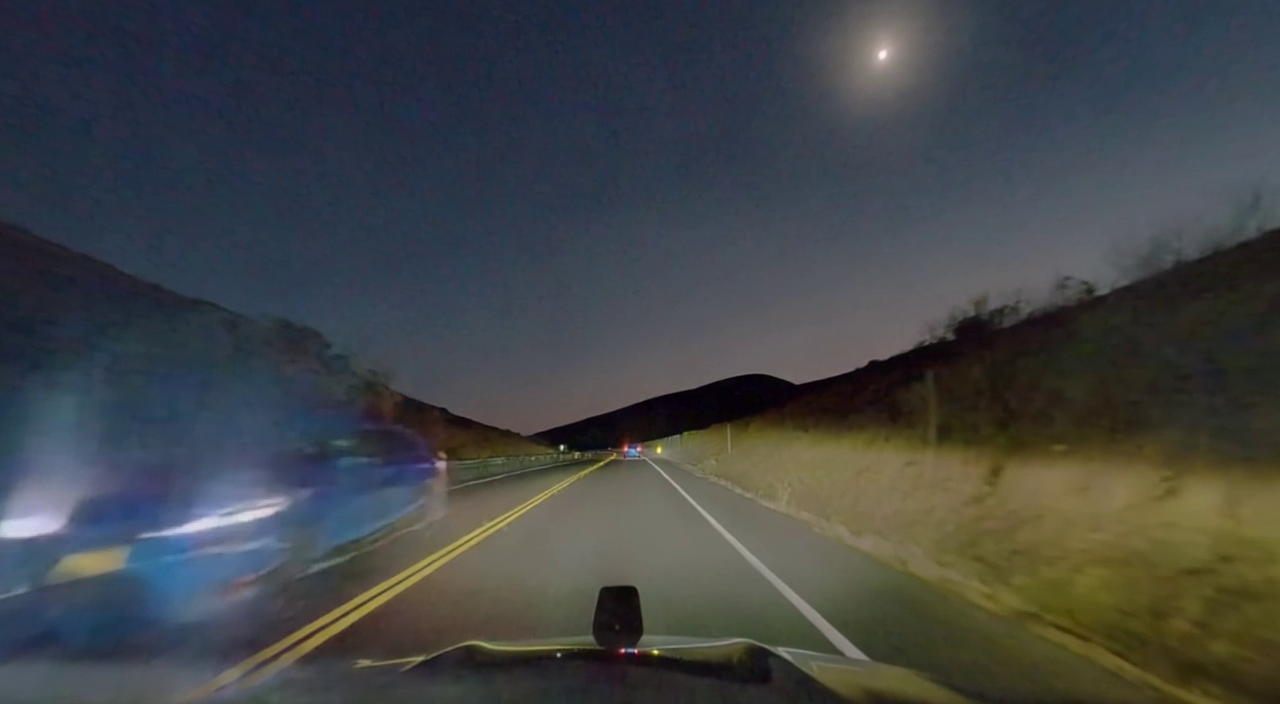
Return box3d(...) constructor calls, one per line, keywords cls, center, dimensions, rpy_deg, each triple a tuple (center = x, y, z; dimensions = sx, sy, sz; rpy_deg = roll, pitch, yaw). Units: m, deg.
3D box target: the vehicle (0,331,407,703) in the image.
box3d(cls="vehicle", center=(-4.093, 1.182, 5.331), dimensions=(2.180, 1.826, 5.350), rpy_deg=(0, -9, 0))
